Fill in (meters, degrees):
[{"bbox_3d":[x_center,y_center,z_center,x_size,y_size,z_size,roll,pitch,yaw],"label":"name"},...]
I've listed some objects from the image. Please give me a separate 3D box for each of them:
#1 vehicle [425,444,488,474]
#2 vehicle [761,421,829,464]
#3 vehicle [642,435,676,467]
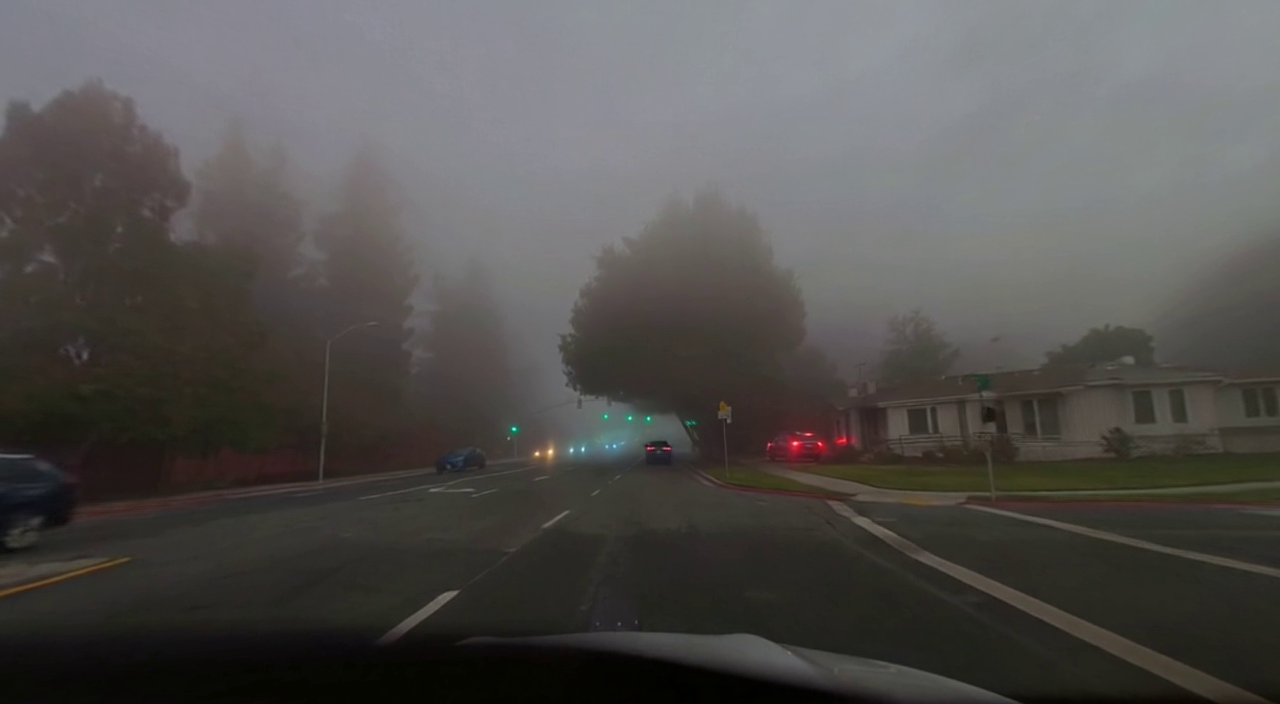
[{"bbox_3d":[-11.688,6.821,40.482,2.397,1.802,4.855,-1,-8,3],"label":"vehicle"},{"bbox_3d":[8.979,5.363,37.199,2.531,2.263,6.802,-1,-8,2],"label":"vehicle"},{"bbox_3d":[1.217,6.412,40.961,2.059,1.908,4.714,0,-8,1],"label":"vehicle"}]
